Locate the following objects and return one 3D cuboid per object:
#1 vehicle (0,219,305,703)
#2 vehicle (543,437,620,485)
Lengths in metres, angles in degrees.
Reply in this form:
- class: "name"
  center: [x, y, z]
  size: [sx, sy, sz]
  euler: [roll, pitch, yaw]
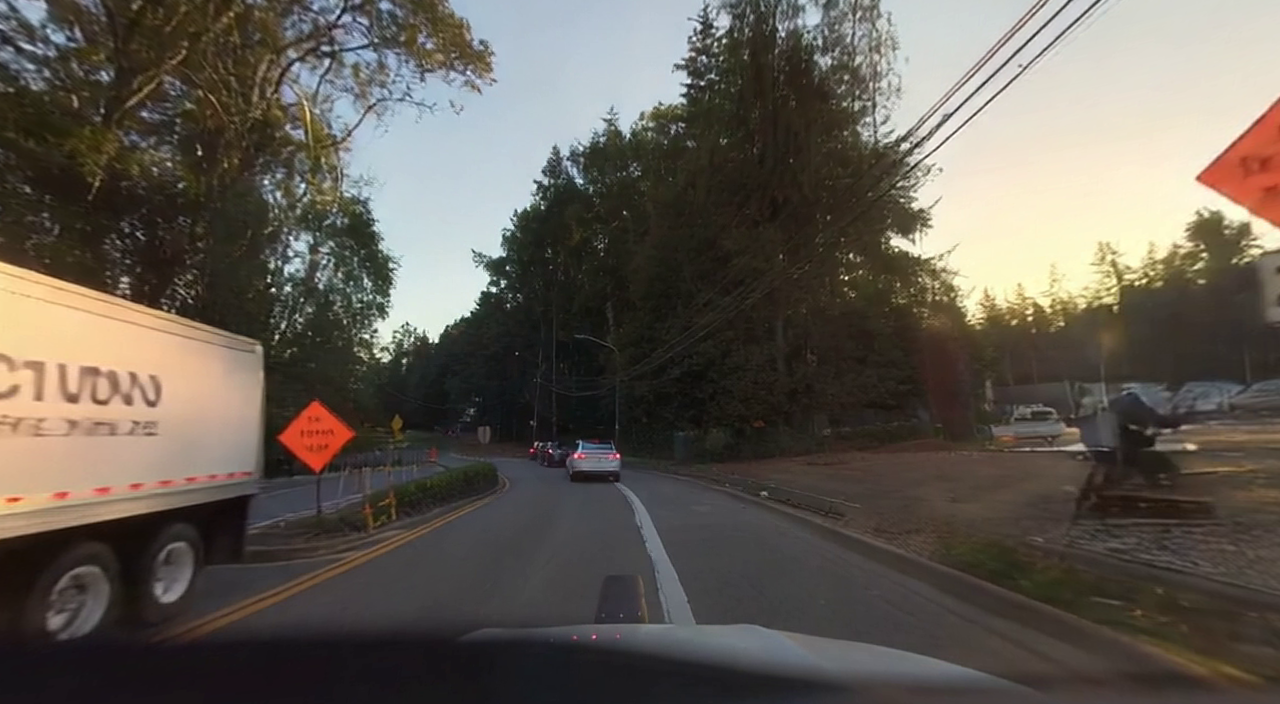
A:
- class: "vehicle"
  center: [-3.599, 0.456, 1.590]
  size: [2.671, 2.053, 6.074]
  euler: [1, -8, -6]
- class: "vehicle"
  center: [-2.143, 3.726, 21.963]
  size: [2.186, 1.463, 4.356]
  euler: [2, -8, -11]
